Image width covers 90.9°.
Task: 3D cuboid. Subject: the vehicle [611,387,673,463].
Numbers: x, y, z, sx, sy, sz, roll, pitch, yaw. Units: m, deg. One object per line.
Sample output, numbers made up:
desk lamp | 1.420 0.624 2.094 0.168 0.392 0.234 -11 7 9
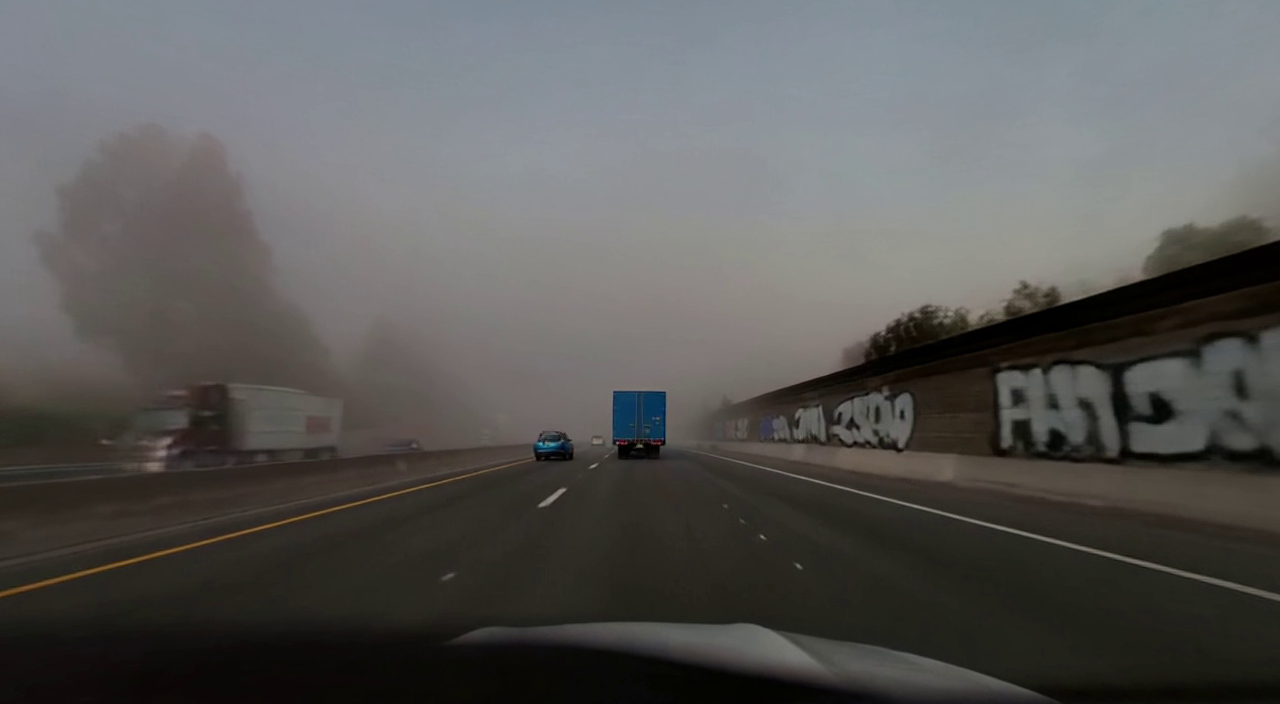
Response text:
vehicle | 0.034 4.125 34.862 2.927 3.649 9.443 0 -8 -1

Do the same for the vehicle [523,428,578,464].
vehicle | -4.313 4.611 30.994 2.058 1.645 4.130 0 -8 0

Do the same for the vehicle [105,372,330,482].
vehicle | -17.512 3.345 27.512 2.880 3.918 10.150 0 -8 -1
